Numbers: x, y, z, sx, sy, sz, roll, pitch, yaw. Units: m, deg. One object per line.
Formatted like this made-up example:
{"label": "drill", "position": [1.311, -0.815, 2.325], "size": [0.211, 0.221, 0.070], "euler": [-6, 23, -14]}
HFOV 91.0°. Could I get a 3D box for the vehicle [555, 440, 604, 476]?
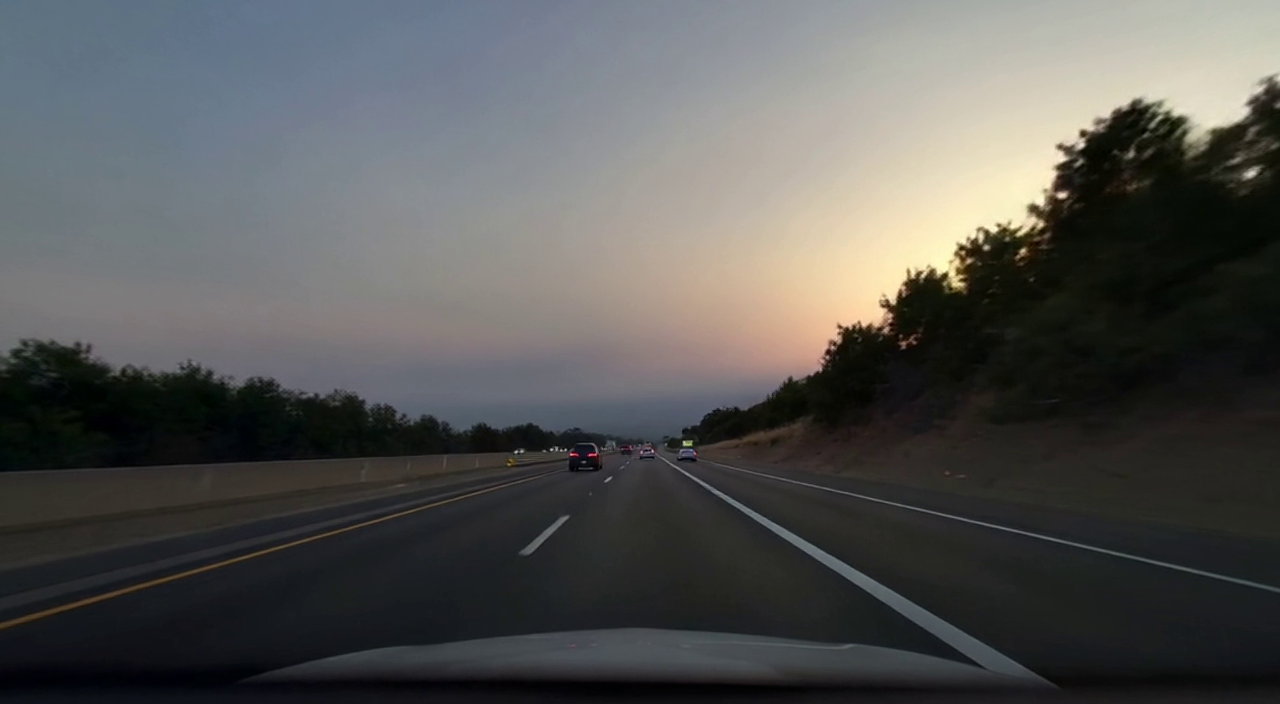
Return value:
{"label": "vehicle", "position": [-3.066, 5.499, 32.818], "size": [2.070, 1.707, 4.309], "euler": [0, -9, 1]}
